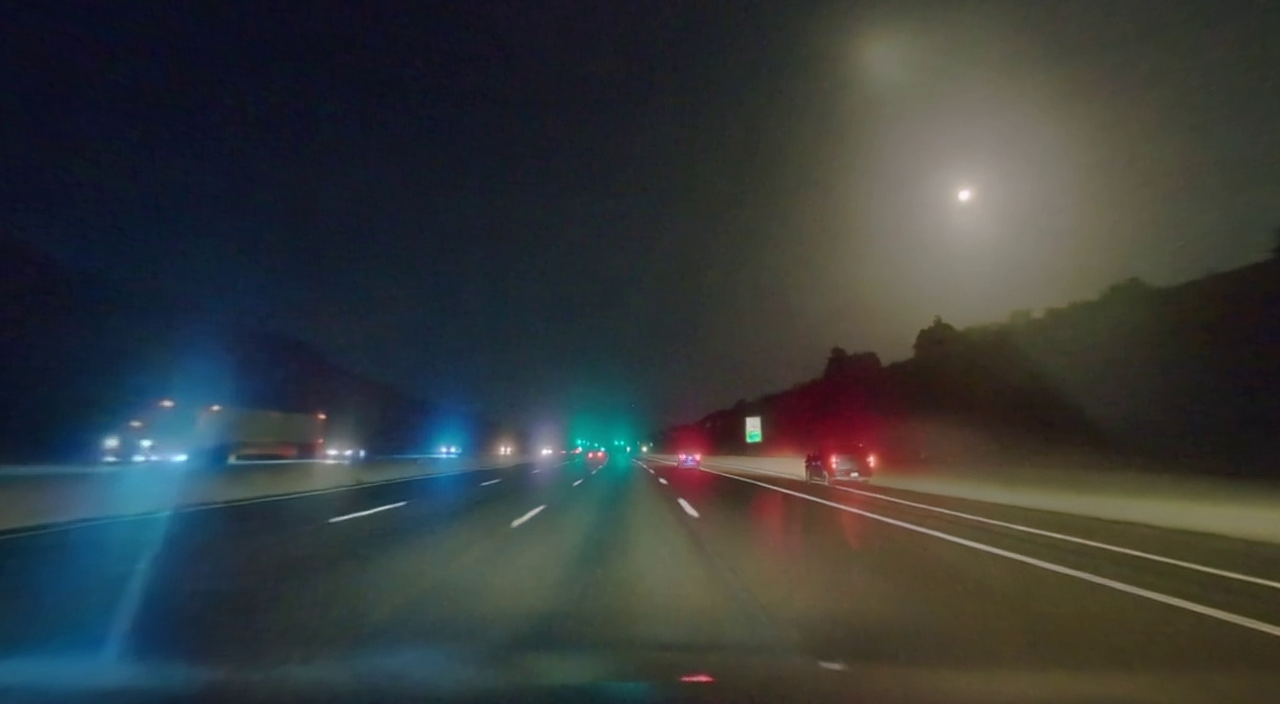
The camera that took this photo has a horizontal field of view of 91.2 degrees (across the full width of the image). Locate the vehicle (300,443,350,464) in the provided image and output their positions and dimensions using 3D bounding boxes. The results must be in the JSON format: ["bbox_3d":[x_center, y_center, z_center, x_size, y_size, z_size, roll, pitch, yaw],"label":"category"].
[{"bbox_3d":[-23.883,7.719,47.652,1.698,1.472,4.001,0,-9,-1],"label":"vehicle"}]

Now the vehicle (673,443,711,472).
[{"bbox_3d":[3.038,6.228,37.196,1.895,1.555,4.030,0,-9,0],"label":"vehicle"}]

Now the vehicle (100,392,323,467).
[{"bbox_3d":[-27.649,5.563,42.723,3.529,4.078,17.308,0,-9,-2],"label":"vehicle"}]
